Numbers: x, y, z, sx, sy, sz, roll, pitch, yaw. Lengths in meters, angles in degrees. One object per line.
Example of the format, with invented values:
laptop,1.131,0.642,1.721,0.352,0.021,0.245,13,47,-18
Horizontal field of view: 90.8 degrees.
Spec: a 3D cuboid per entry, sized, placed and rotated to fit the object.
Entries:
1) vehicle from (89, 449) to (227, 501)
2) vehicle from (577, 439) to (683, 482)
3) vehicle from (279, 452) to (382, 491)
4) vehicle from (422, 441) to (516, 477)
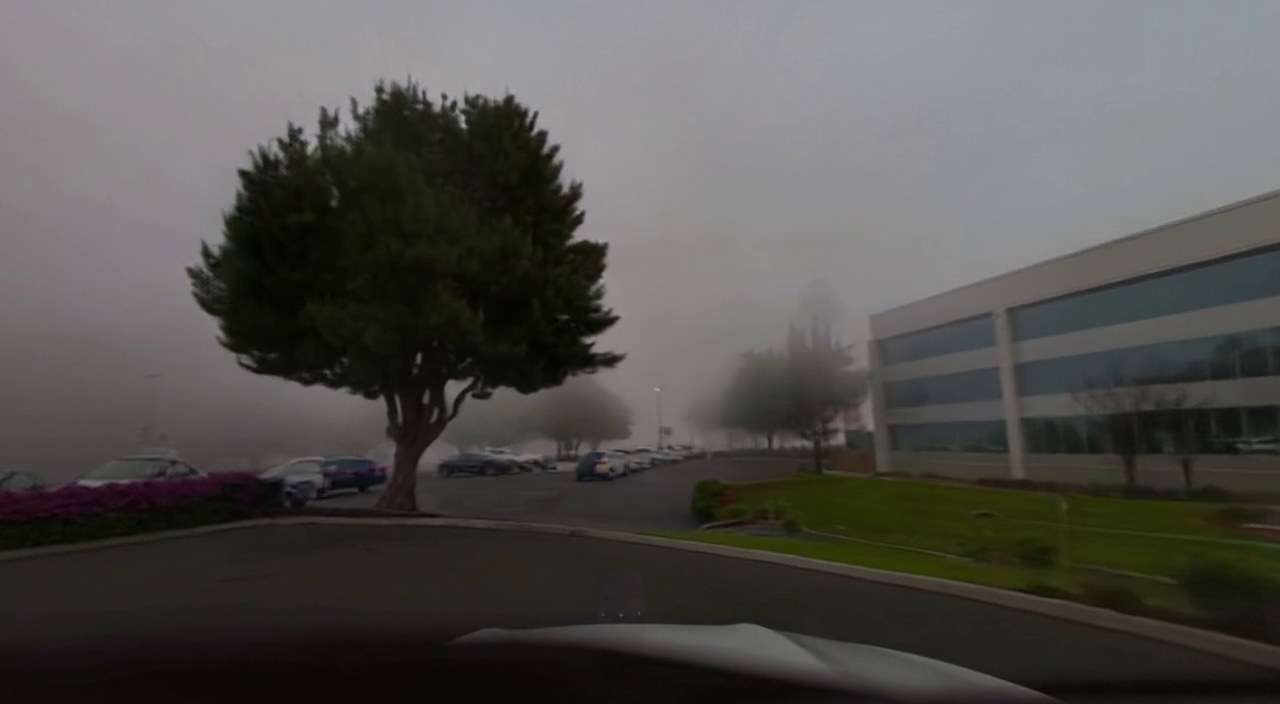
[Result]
vehicle,-17.839,4.549,23.354,4.934,1.543,1.915,-8,-11,25
vehicle,-0.523,5.326,30.969,4.755,1.707,1.889,-9,-11,24
vehicle,-14.802,5.713,30.204,4.622,1.479,1.849,-8,-11,22
vehicle,-10.618,6.664,39.279,5.285,1.837,2.318,-8,-10,21
